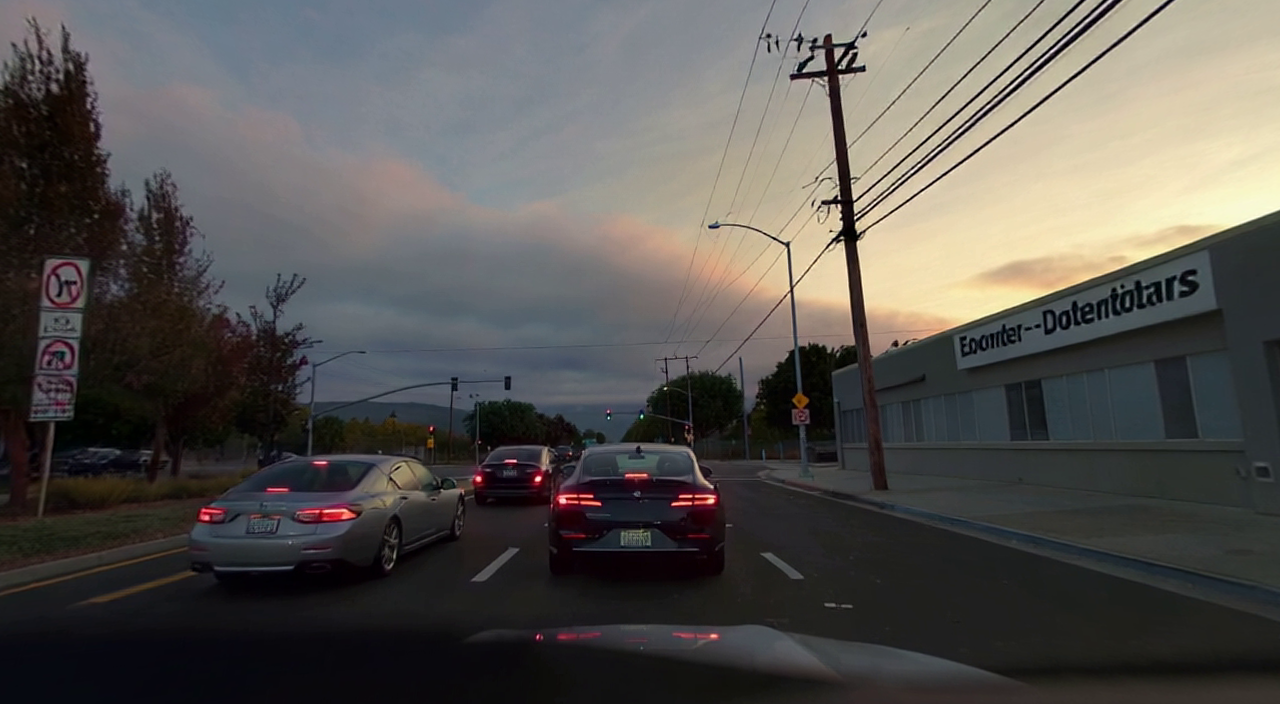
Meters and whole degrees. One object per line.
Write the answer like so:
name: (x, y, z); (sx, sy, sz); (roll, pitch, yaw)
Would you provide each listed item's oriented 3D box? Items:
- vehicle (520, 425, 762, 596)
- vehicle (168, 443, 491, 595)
vehicle: (-0.007, 1.683, 7.535); (2.101, 1.469, 3.955); (0, -9, 0)
vehicle: (-3.226, 1.781, 7.623); (1.765, 1.319, 4.013); (0, -9, 2)
